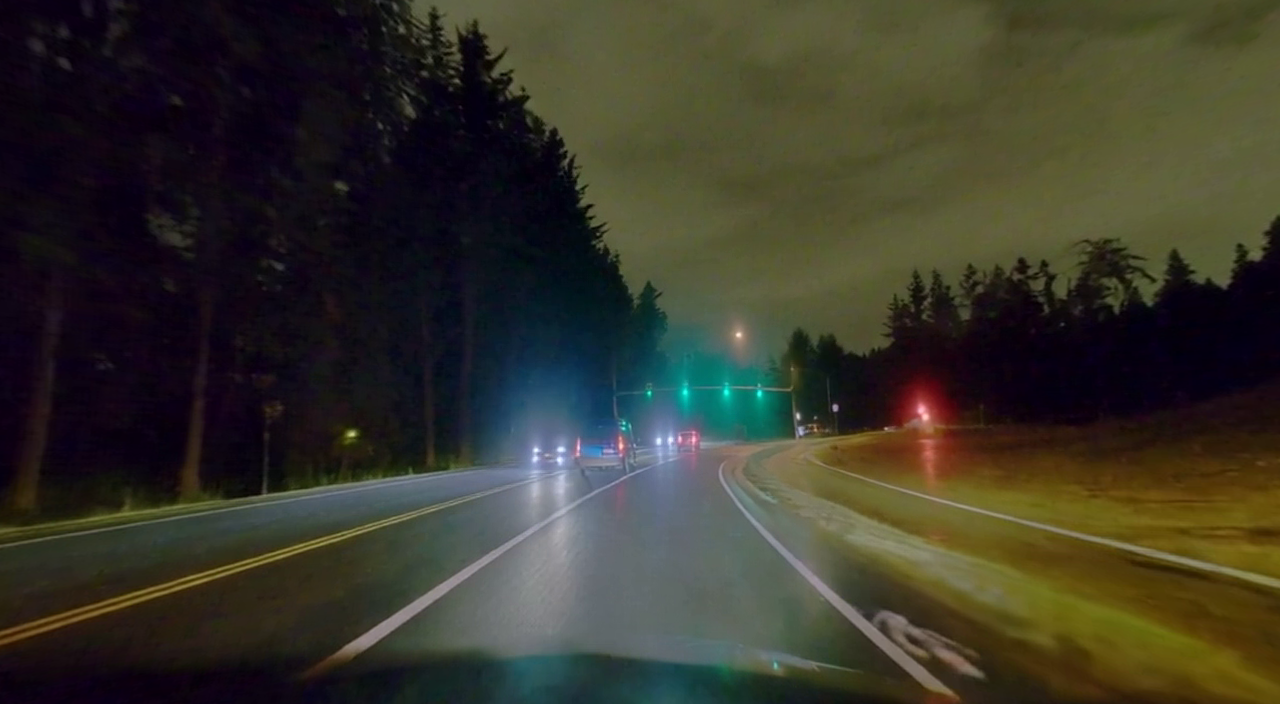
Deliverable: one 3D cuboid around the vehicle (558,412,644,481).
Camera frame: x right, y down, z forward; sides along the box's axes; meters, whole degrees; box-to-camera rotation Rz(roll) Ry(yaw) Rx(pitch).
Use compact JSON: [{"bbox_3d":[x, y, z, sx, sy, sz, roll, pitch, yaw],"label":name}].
[{"bbox_3d":[-1.244,3.411,22.762,2.362,2.185,5.212,-1,-8,5],"label":"vehicle"}]
